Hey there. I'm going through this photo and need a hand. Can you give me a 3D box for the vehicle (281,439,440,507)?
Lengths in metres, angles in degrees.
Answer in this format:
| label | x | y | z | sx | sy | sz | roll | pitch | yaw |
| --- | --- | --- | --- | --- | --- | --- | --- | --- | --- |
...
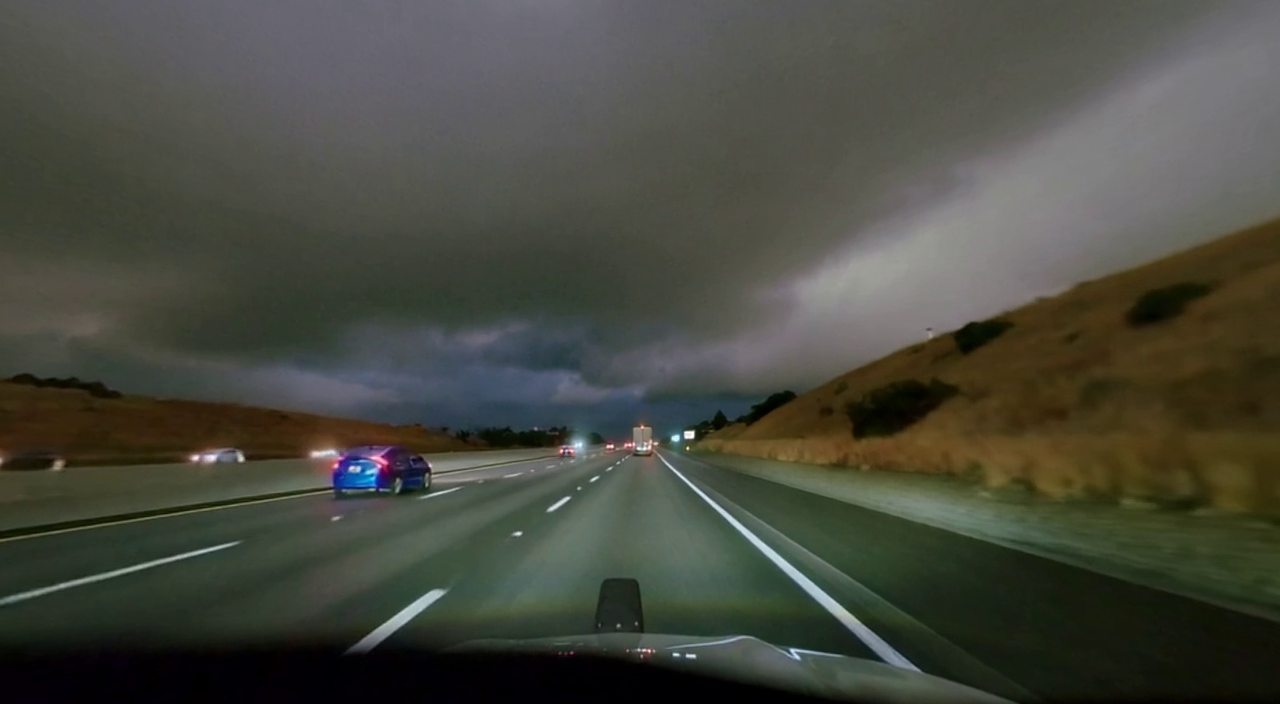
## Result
| label | x | y | z | sx | sy | sz | roll | pitch | yaw |
| --- | --- | --- | --- | --- | --- | --- | --- | --- | --- |
| vehicle | -7.140 | 3.126 | 16.777 | 2.096 | 1.541 | 4.610 | 0 | -8 | 0 |
